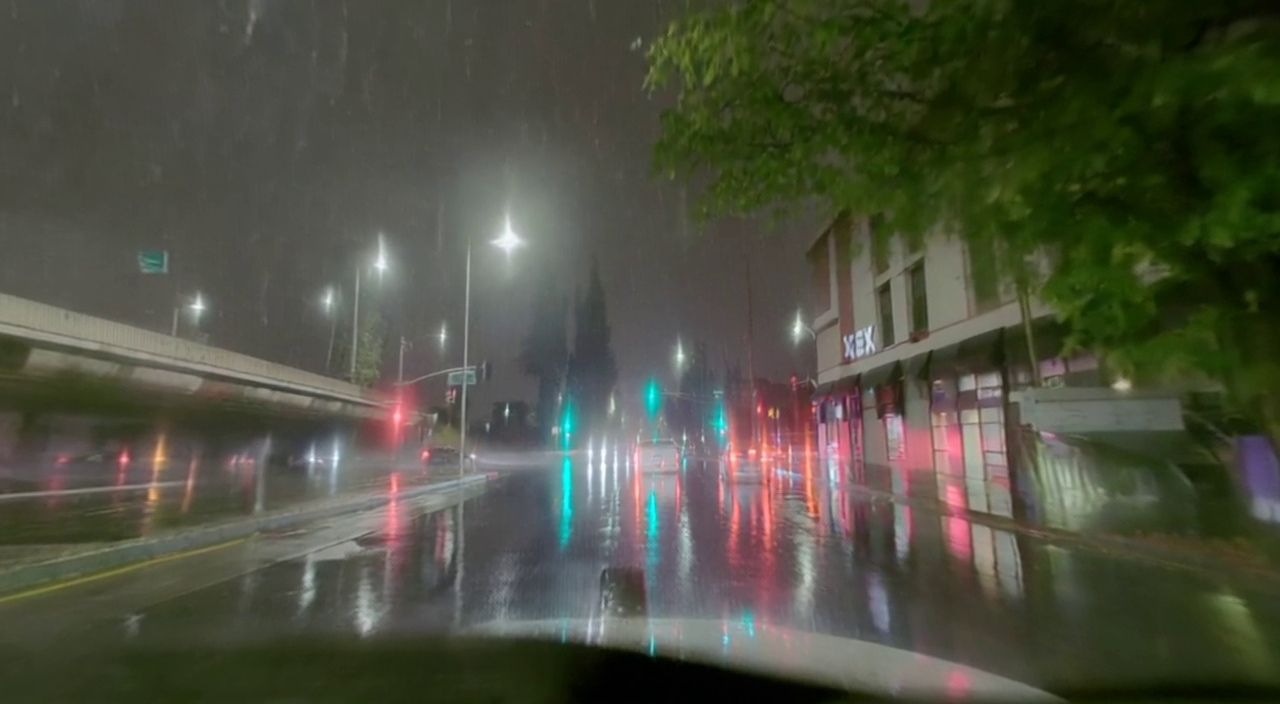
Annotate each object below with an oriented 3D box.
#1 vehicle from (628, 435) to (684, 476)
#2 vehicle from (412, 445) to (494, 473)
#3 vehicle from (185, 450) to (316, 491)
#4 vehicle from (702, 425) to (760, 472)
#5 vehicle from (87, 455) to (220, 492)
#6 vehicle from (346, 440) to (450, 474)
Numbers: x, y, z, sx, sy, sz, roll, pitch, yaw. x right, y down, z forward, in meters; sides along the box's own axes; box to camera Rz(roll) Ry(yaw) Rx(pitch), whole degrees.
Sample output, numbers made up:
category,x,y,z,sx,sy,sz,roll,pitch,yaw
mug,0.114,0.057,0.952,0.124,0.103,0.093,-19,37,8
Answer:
category,x,y,z,sx,sy,sz,roll,pitch,yaw
vehicle,0.604,4.159,25.576,2.101,1.467,4.210,0,-8,0
vehicle,-11.027,6.310,37.394,1.860,1.543,4.302,-7,-11,38
vehicle,-17.277,5.238,28.226,1.832,1.611,4.546,-5,-10,30
vehicle,4.196,4.533,29.769,2.080,1.999,4.379,0,-8,0
vehicle,-21.889,5.433,28.554,1.873,1.462,4.283,-5,-10,29
vehicle,-14.826,6.420,38.984,2.322,1.916,5.640,-6,-10,33
